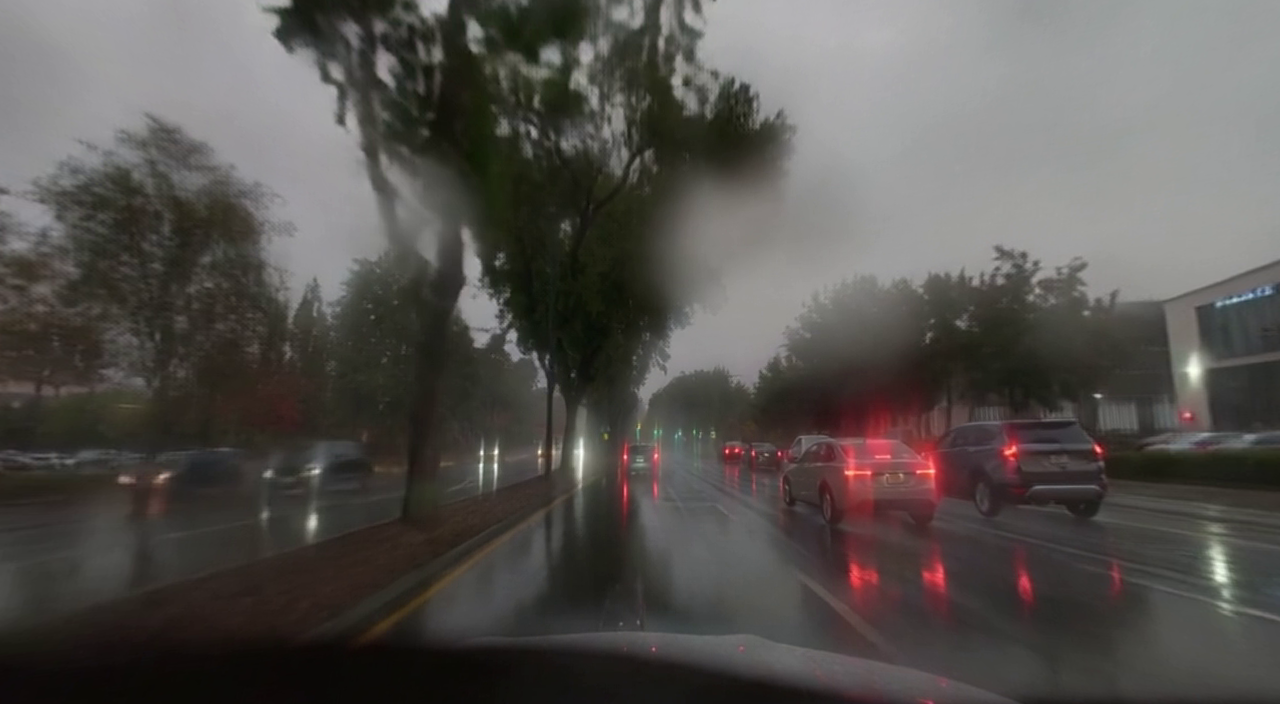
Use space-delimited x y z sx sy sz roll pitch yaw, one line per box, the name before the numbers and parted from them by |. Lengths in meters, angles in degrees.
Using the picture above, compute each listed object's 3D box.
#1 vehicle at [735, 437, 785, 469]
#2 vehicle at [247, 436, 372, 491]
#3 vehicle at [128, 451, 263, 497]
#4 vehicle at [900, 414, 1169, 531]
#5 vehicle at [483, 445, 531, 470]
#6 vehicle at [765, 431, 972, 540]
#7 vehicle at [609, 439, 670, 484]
vehicle | 7.105 6.063 37.915 2.068 1.779 4.567 0 -9 -1
vehicle | -12.231 4.152 23.827 2.034 1.844 4.820 0 -9 1
vehicle | -16.159 4.412 23.294 1.878 1.497 4.180 0 -9 0
vehicle | 7.110 2.222 12.194 2.134 1.810 4.590 0 -9 -1
vehicle | -8.320 6.593 39.796 1.993 1.458 4.614 -1 -9 0
vehicle | 3.557 2.151 10.798 1.858 1.466 4.230 0 -9 -1
vehicle | -0.021 3.861 22.519 1.994 1.479 3.647 0 -9 0
